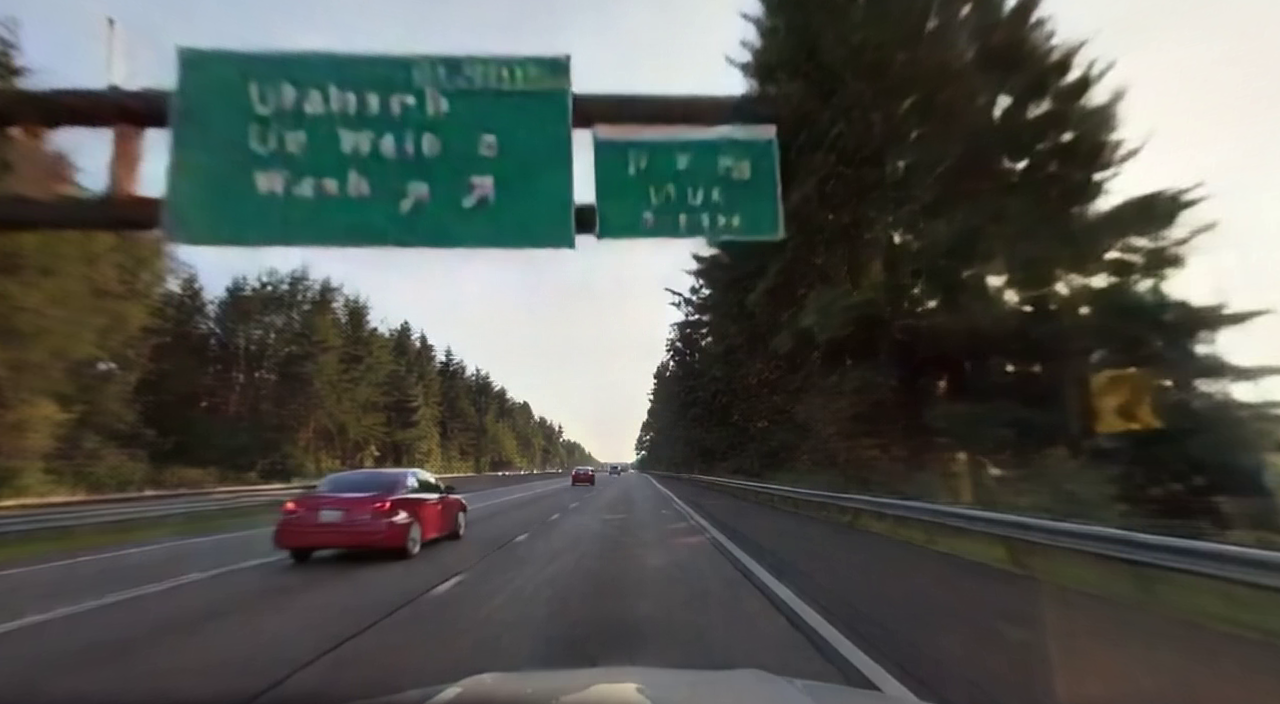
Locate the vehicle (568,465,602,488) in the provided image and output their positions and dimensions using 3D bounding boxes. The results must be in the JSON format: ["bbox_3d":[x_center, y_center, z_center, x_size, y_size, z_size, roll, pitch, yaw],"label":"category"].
[{"bbox_3d":[-3.729,8.577,43.498,1.954,1.509,4.094,1,-10,0],"label":"vehicle"}]

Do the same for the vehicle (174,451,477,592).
[{"bbox_3d":[-4.001,2.251,9.114,1.995,1.467,4.467,0,-10,1],"label":"vehicle"}]
